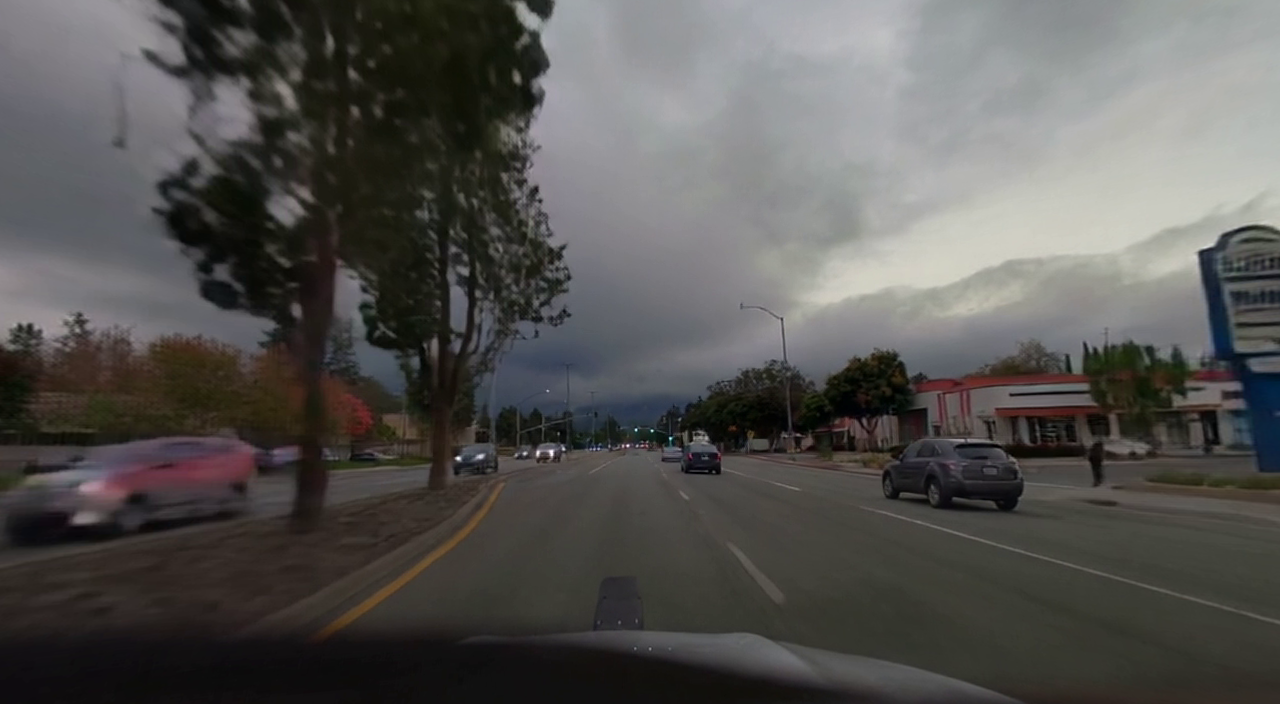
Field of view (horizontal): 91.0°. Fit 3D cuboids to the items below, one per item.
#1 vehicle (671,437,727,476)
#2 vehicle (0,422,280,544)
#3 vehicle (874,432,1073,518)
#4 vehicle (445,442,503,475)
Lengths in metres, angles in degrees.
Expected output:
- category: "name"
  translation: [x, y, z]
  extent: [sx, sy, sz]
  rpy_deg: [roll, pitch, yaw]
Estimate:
- category: "vehicle"
  translation: [2.695, 4.871, 29.583]
  extent: [2.161, 1.676, 4.151]
  rpy_deg: [1, -9, -1]
- category: "vehicle"
  translation: [-9.338, 2.351, 12.035]
  extent: [2.118, 1.838, 4.737]
  rpy_deg: [0, -9, -1]
- category: "vehicle"
  translation: [6.792, 2.538, 13.463]
  extent: [1.886, 1.528, 4.169]
  rpy_deg: [1, -9, -1]
- category: "vehicle"
  translation: [-9.178, 5.900, 35.234]
  extent: [2.024, 1.699, 4.363]
  rpy_deg: [0, -9, 0]
